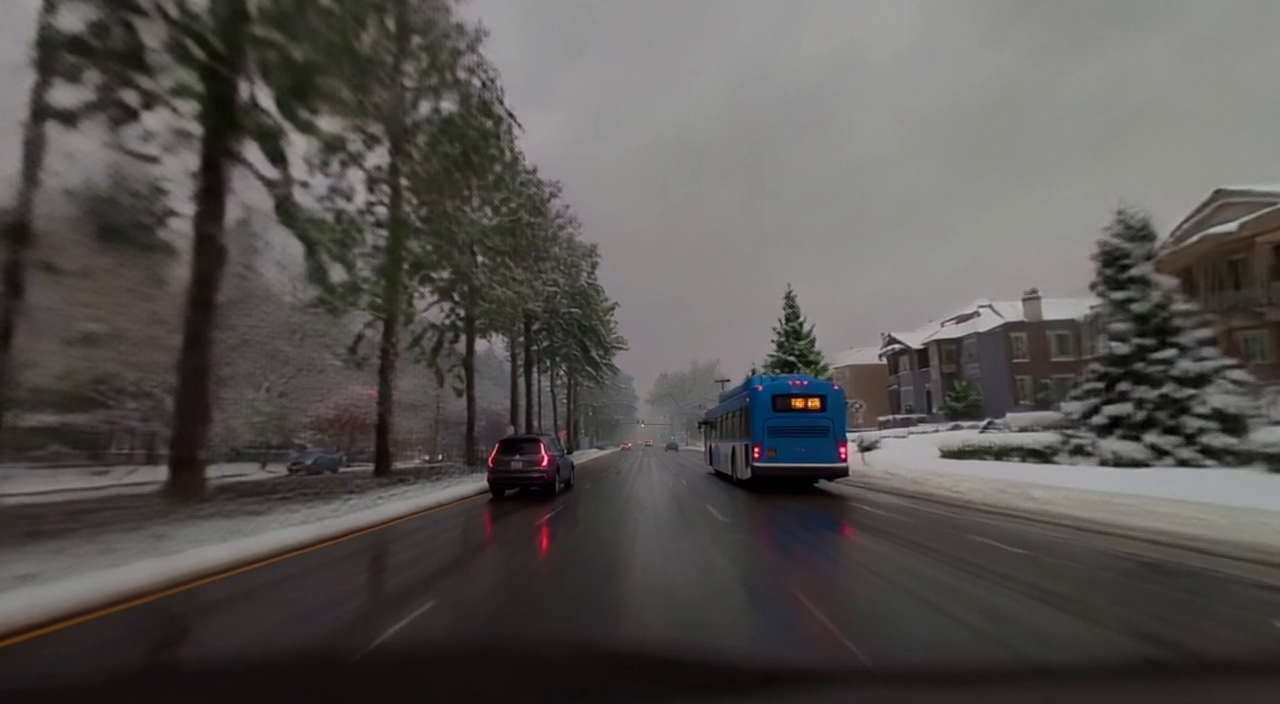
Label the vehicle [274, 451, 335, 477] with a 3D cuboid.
[{"bbox_3d":[-22.074,7.372,41.477,1.781,1.553,3.896,0,-8,1],"label":"vehicle"}]

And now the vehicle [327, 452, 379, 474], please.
[{"bbox_3d":[-21.973,8.490,48.213,1.797,1.481,4.750,0,-8,-1],"label":"vehicle"}]

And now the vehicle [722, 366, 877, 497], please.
[{"bbox_3d":[4.819,2.910,22.154,3.072,3.278,12.747,-1,-8,4],"label":"vehicle"}]

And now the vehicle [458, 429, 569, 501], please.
[{"bbox_3d":[-3.396,3.128,17.764,2.111,1.767,4.333,0,-8,2],"label":"vehicle"}]
